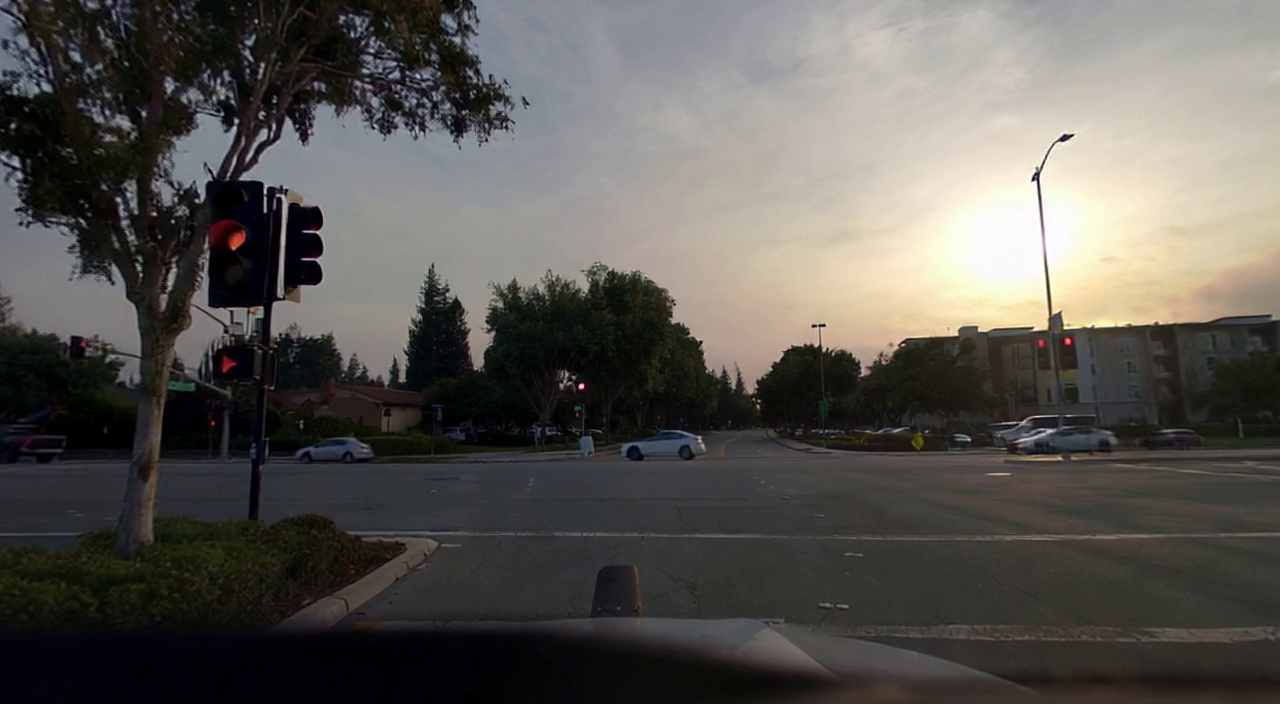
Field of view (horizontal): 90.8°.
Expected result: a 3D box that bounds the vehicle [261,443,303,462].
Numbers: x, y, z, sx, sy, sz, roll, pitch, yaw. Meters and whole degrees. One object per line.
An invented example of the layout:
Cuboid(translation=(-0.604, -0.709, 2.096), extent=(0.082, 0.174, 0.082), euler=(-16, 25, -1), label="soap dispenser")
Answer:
Cuboid(translation=(-28.040, 7.866, 49.634), extent=(2.235, 1.417, 4.272), euler=(3, -9, -22), label="vehicle")

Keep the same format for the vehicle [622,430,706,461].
Cuboid(translation=(1.404, 5.374, 36.164), extent=(4.590, 1.701, 1.881), euler=(-2, -9, 11), label="vehicle")

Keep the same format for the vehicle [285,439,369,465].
Cuboid(translation=(-19.642, 6.276, 39.728), extent=(4.370, 1.592, 1.886), euler=(-2, -9, 10), label="vehicle")

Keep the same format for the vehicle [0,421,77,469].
Cuboid(translation=(-44.488, 6.563, 44.499), extent=(7.790, 3.197, 2.653), euler=(-2, -9, 10), label="vehicle")

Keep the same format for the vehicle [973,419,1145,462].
Cuboid(translation=(15.044, 3.212, 22.937), extent=(4.749, 1.461, 1.892), euler=(-1, -9, 9), label="vehicle")
